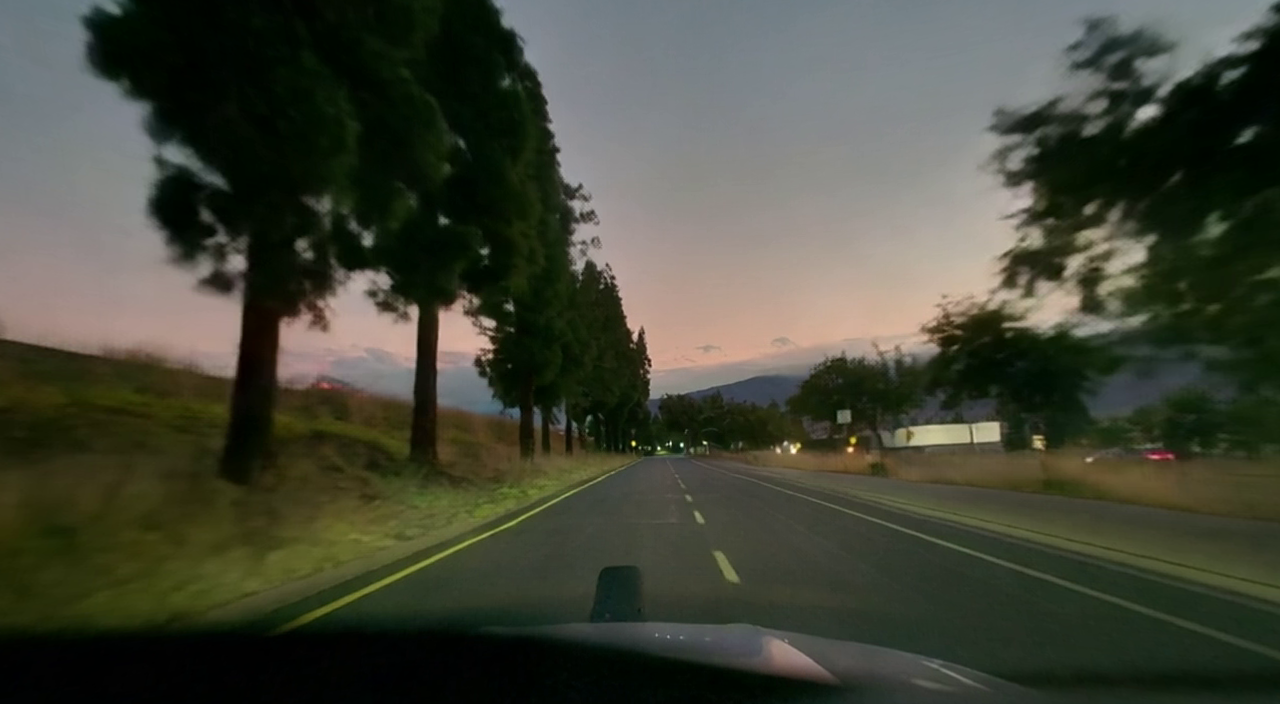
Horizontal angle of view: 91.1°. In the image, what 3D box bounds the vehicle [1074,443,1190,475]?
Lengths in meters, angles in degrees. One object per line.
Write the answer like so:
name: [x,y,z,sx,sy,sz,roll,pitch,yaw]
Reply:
vehicle: [26.051,5.678,33.379,4.473,1.581,1.973,0,-9,-1]
